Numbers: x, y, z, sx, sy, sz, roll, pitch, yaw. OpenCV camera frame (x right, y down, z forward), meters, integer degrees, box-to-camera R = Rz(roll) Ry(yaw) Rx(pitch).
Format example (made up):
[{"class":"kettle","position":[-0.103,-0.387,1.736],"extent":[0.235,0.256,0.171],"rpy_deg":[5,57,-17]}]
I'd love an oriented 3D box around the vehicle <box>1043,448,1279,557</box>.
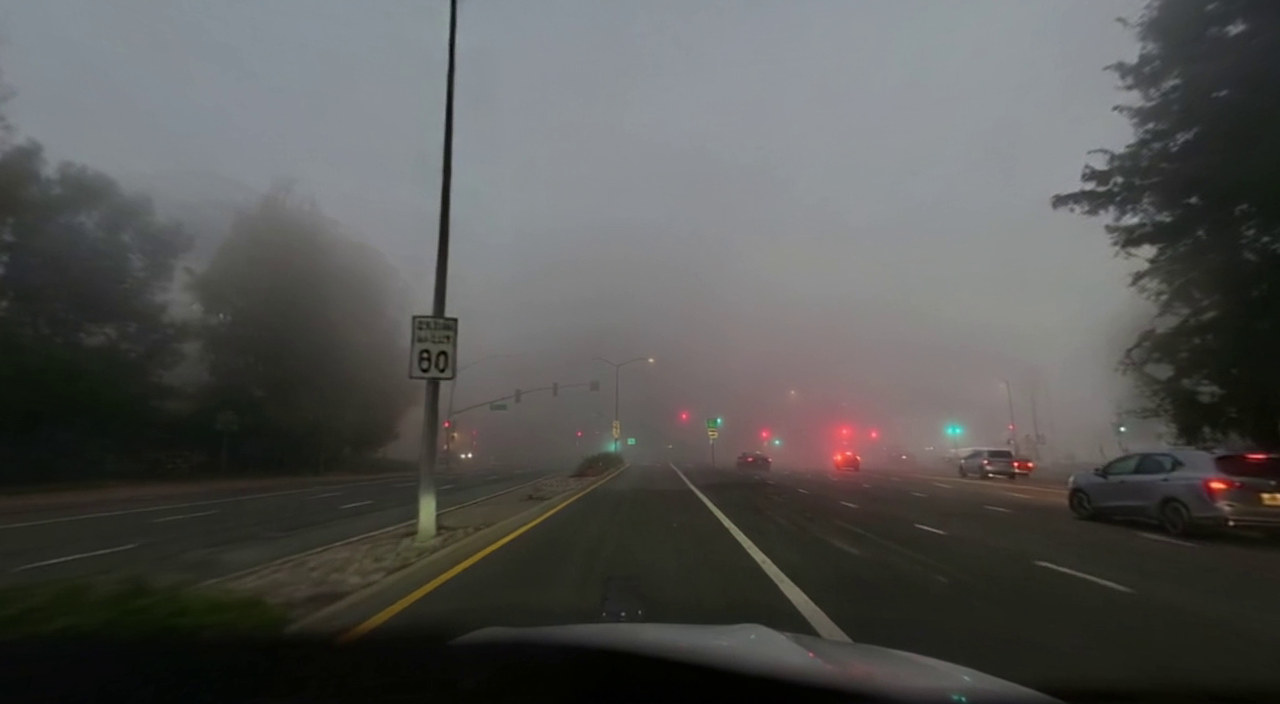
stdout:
[{"class":"vehicle","position":[9.614,2.491,11.269],"extent":[1.933,1.500,4.458],"rpy_deg":[0,-8,1]}]

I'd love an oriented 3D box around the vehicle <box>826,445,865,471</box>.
[{"class":"vehicle","position":[15.380,7.911,47.531],"extent":[1.951,1.843,4.335],"rpy_deg":[-1,-8,7]}]

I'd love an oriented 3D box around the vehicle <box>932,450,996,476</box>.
[{"class":"vehicle","position":[20.975,7.205,41.139],"extent":[1.896,1.524,4.562],"rpy_deg":[0,-8,3]}]
